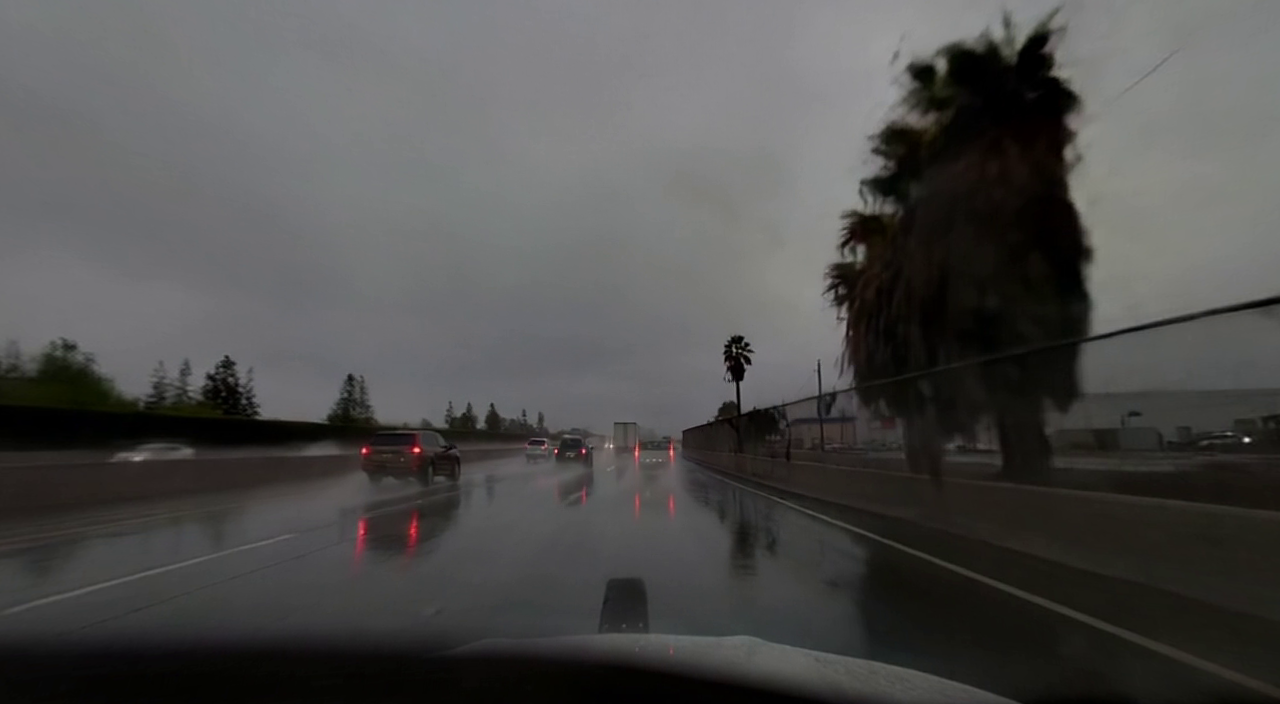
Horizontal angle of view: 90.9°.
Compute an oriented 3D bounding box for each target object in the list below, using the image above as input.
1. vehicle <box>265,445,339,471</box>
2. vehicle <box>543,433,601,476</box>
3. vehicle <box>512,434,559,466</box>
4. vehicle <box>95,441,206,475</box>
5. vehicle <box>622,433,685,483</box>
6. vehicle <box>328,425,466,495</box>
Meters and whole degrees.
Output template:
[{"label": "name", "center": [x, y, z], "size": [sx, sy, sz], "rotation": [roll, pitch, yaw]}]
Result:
[{"label": "vehicle", "center": [-19.987, 6.244, 37.489], "size": [1.916, 1.441, 4.343], "rotation": [0, -8, 1]}, {"label": "vehicle", "center": [-3.099, 4.809, 29.870], "size": [2.108, 1.832, 4.549], "rotation": [0, -8, 2]}, {"label": "vehicle", "center": [-6.837, 6.476, 41.755], "size": [2.085, 1.932, 4.967], "rotation": [-1, -8, 2]}, {"label": "vehicle", "center": [-23.894, 5.150, 31.000], "size": [1.851, 1.503, 4.403], "rotation": [0, -8, 1]}, {"label": "vehicle", "center": [0.465, 3.928, 23.709], "size": [2.136, 1.678, 4.052], "rotation": [0, -8, 0]}, {"label": "vehicle", "center": [-6.953, 3.151, 18.714], "size": [2.105, 1.790, 4.689], "rotation": [0, -8, 1]}]
